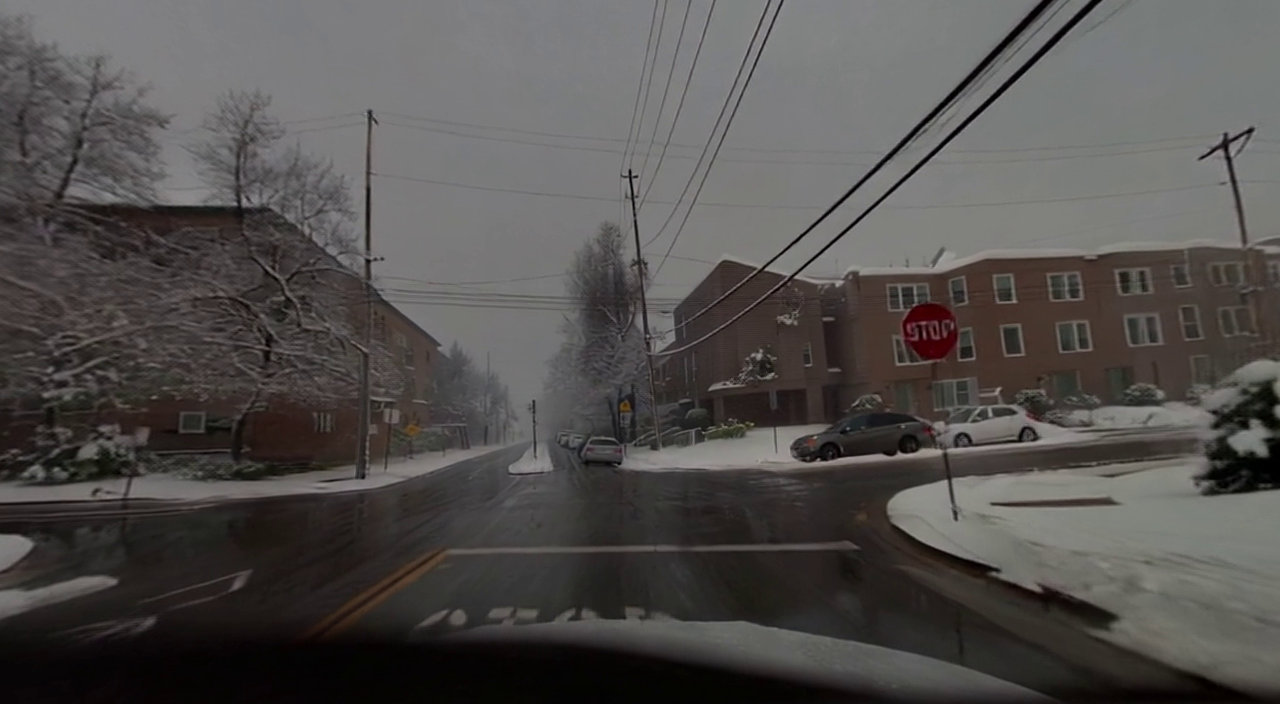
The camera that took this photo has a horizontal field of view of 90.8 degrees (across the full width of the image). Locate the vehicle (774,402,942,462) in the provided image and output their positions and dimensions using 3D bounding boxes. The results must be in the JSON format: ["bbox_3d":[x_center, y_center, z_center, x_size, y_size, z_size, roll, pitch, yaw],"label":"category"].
[{"bbox_3d":[7.158,2.726,21.217,4.790,1.872,2.155,0,-10,1],"label":"vehicle"}]

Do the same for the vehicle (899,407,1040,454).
[{"bbox_3d":[13.453,3.241,25.900,4.830,1.490,1.878,-2,-10,-11],"label":"vehicle"}]

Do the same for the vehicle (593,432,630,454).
[{"bbox_3d":[-2.055,6.348,43.976,1.918,1.475,4.060,1,-9,-12],"label":"vehicle"}]
